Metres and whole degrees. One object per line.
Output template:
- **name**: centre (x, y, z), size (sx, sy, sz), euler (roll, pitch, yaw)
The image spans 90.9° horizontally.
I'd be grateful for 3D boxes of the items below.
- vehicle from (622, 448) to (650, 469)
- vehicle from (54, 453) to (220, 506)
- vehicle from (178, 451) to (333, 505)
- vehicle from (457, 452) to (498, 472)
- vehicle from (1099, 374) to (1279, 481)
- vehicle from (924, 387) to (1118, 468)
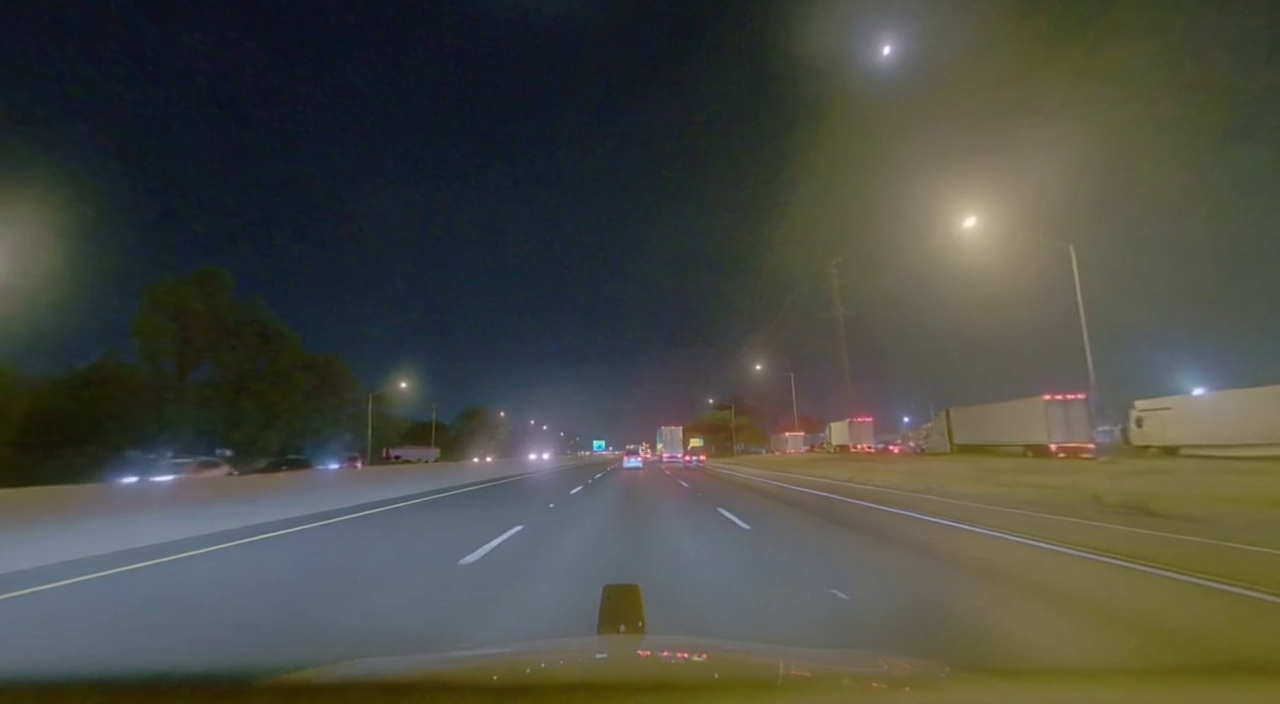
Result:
- **vehicle**: centre (-0.292, 8.290, 49.242), size (2.111, 1.599, 3.859), euler (0, -9, 0)
- **vehicle**: centre (-16.008, 4.038, 20.399), size (1.862, 1.473, 4.209), euler (0, -9, 0)
- **vehicle**: centre (-11.941, 3.904, 20.020), size (2.010, 1.472, 4.552), euler (0, -9, 0)
- **vehicle**: centre (-12.363, 8.393, 48.119), size (1.855, 1.429, 4.461), euler (0, -9, 1)
- **vehicle**: centre (24.127, 3.107, 25.111), size (2.849, 3.732, 12.220), euler (-1, -9, 2)
- **vehicle**: centre (23.579, 5.148, 40.842), size (3.234, 4.276, 14.411), euler (0, -9, -1)
